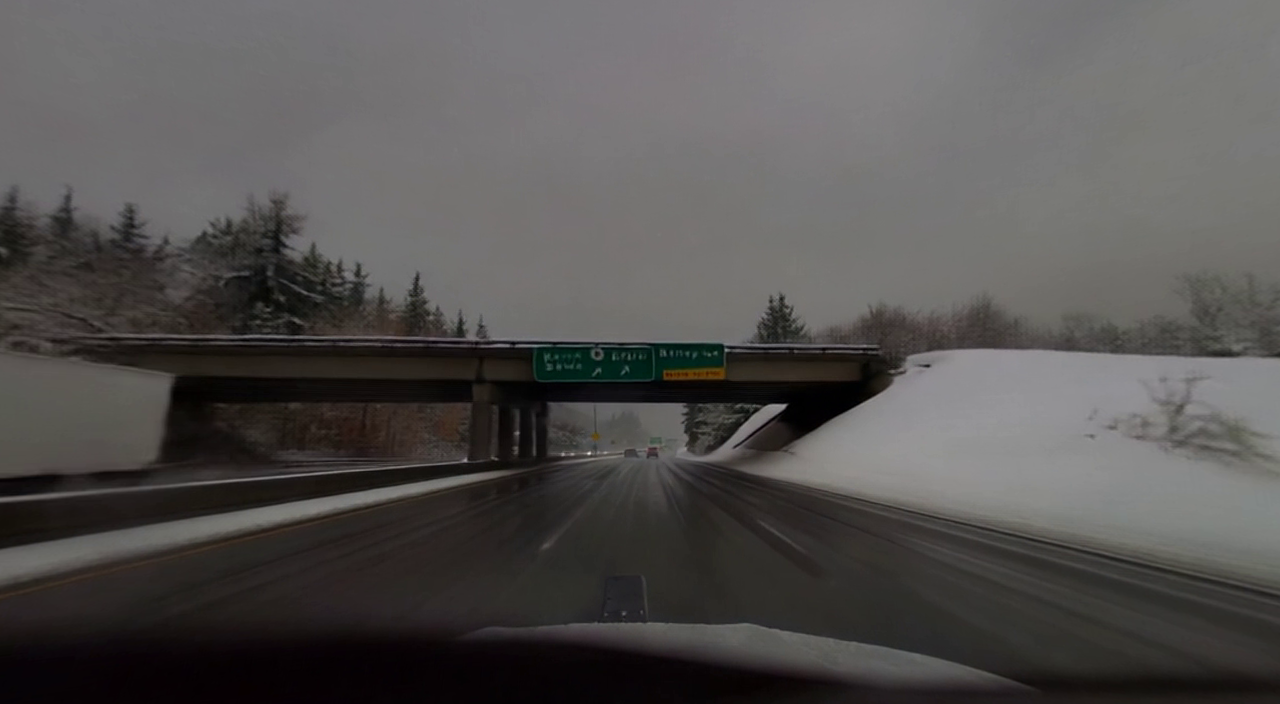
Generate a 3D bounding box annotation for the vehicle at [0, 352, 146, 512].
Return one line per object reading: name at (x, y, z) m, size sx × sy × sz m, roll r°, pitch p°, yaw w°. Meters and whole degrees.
vehicle at (-16.863, 1.649, 13.416) m, size 2.895 × 3.804 × 11.880 m, roll 0°, pitch -9°, yaw 1°
